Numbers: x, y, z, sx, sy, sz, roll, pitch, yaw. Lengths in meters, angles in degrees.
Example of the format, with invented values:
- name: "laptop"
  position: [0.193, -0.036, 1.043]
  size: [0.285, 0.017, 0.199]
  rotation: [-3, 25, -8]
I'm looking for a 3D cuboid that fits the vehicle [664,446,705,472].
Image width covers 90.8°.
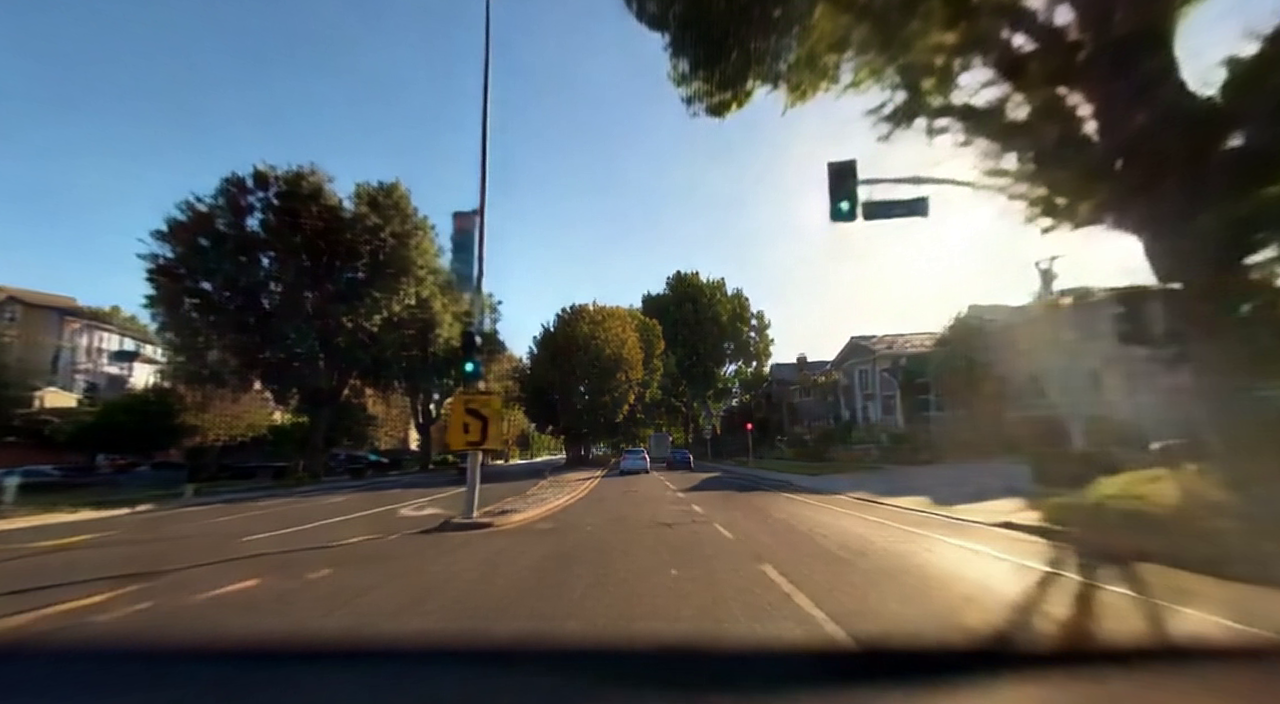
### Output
- name: "vehicle"
  position: [2.689, 6.572, 39.047]
  size: [2.057, 1.496, 4.401]
  rotation: [0, -9, -2]

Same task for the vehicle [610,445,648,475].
- name: "vehicle"
  position: [-0.611, 5.985, 35.230]
  size: [2.018, 1.511, 3.993]
  rotation: [0, -9, -1]

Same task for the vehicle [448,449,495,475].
- name: "vehicle"
  position: [-11.832, 7.723, 44.592]
  size: [2.107, 1.684, 4.707]
  rotation: [0, -9, -1]
